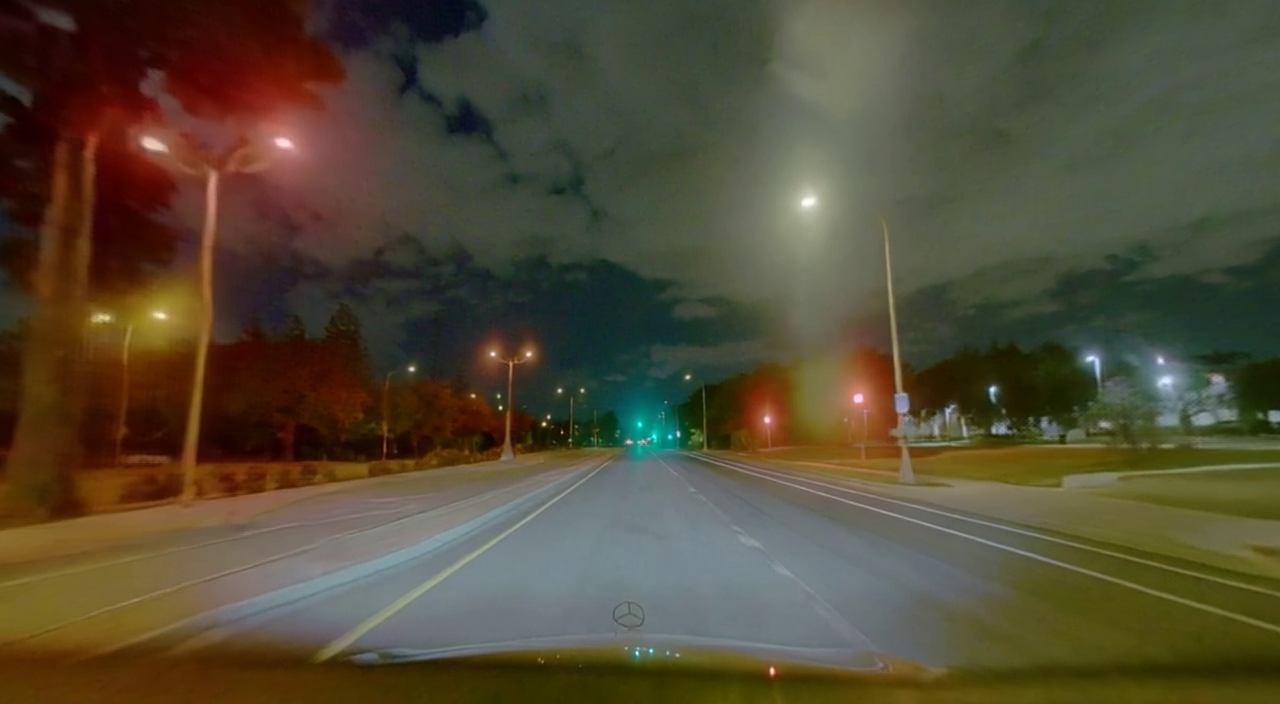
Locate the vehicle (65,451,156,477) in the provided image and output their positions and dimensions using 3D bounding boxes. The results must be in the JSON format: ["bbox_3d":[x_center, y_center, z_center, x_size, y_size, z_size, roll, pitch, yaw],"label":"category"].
[{"bbox_3d":[-37.752,8.001,45.128,4.648,1.491,1.939,-3,-8,-5],"label":"vehicle"}]
